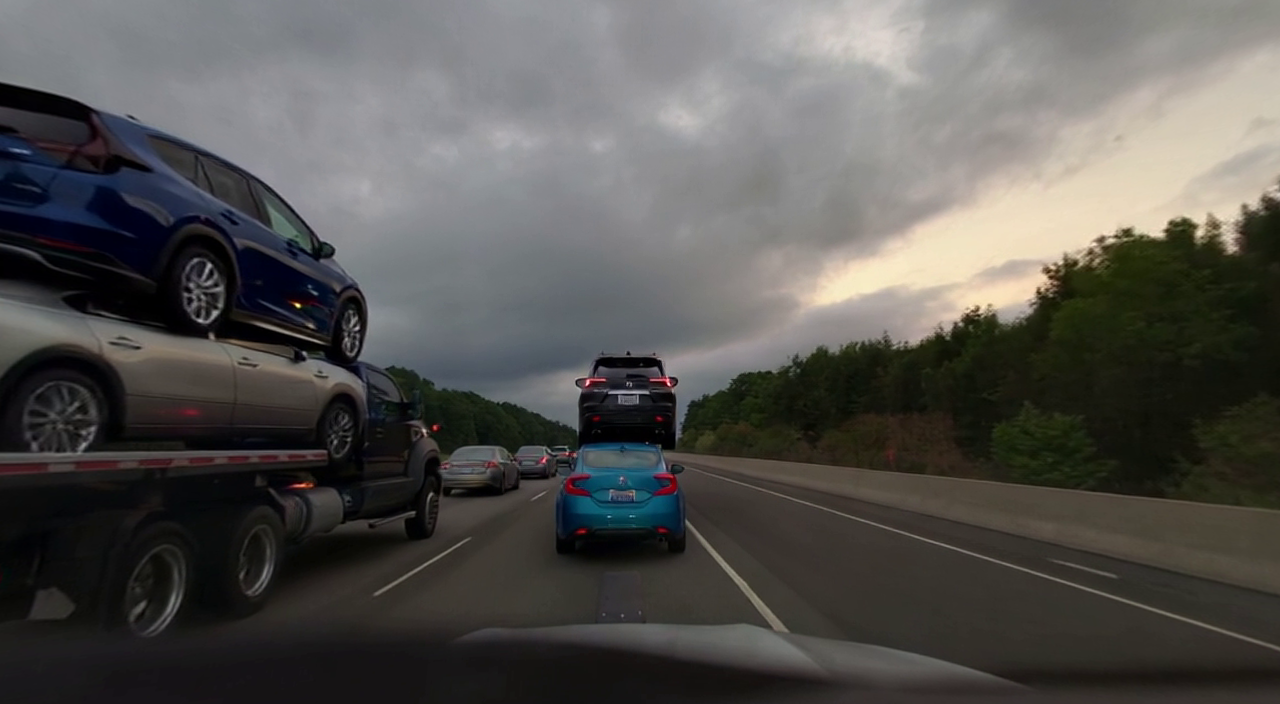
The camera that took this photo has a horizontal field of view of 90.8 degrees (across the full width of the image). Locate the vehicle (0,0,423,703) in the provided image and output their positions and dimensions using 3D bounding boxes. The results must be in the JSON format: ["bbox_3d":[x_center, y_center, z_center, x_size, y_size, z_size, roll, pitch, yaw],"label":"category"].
[{"bbox_3d":[-4.533,-0.269,1.916,2.836,4.059,14.286,0,-9,-1],"label":"vehicle"}]

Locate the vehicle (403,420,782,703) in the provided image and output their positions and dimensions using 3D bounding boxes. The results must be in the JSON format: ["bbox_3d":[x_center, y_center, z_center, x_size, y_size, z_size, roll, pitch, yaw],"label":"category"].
[{"bbox_3d":[-0.271,1.390,5.108,1.991,1.507,3.391,0,-9,-1],"label":"vehicle"}]
